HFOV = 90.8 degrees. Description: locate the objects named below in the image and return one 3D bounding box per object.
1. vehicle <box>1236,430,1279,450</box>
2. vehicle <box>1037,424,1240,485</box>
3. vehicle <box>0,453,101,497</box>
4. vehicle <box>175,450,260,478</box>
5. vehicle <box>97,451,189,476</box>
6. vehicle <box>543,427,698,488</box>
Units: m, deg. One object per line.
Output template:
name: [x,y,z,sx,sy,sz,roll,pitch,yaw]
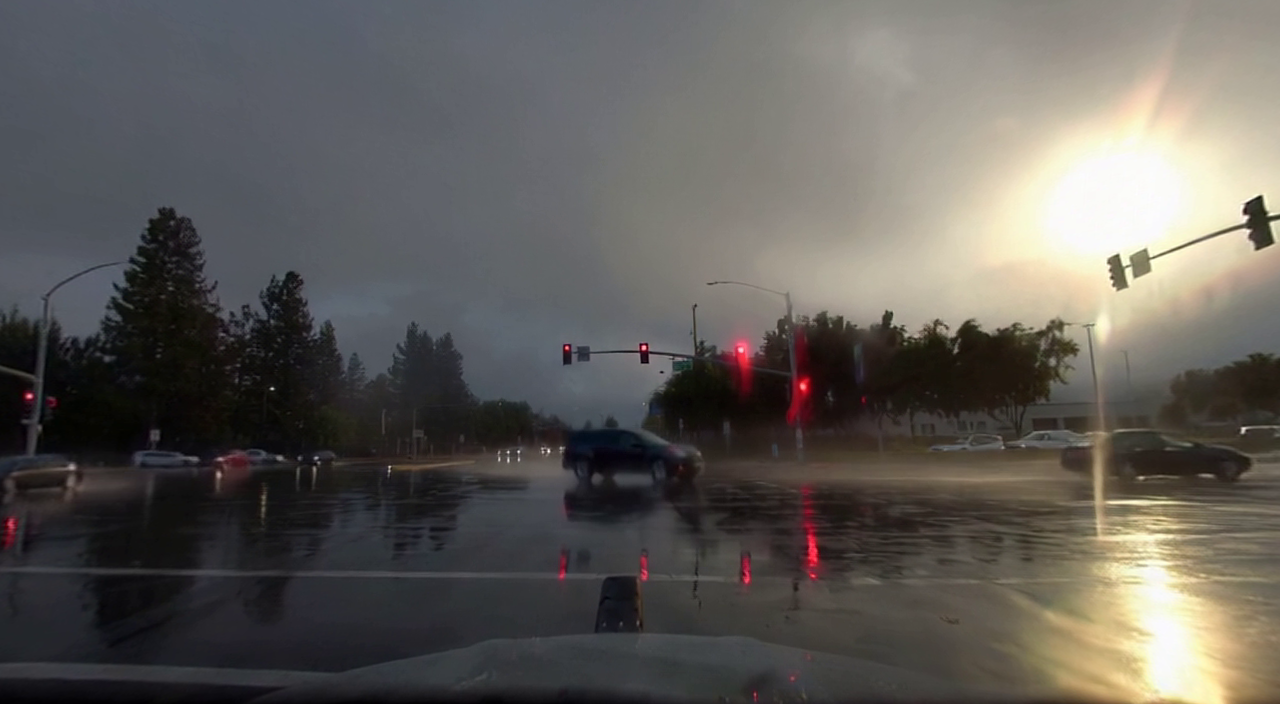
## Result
vehicle: [45.659,6.302,45.219,1.786,1.412,4.330,0,-9,0]
vehicle: [14.392,2.976,18.447,4.180,1.678,1.982,0,-9,-1]
vehicle: [-23.224,4.546,23.676,1.909,1.473,4.571,0,-9,1]
vehicle: [-26.655,7.064,40.066,2.135,1.637,4.582,0,-9,1]
vehicle: [-38.339,8.652,48.999,5.034,1.827,2.901,7,-11,-28]
vehicle: [-0.764,3.803,23.007,5.310,1.972,2.223,-6,-10,34]
